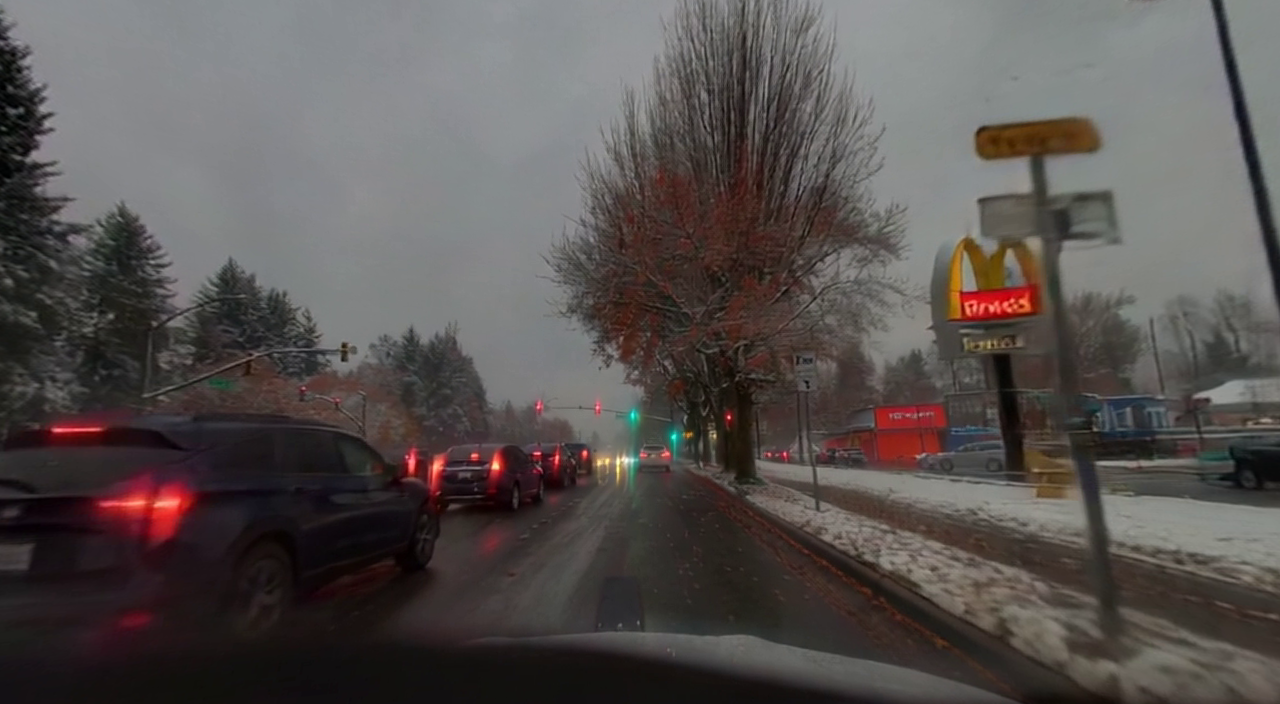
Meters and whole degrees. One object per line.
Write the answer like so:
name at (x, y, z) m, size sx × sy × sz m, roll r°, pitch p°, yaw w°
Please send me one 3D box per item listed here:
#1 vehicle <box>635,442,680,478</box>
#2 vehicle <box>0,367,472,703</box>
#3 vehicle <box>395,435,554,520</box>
vehicle at (0.824, 5.455, 32.047) m, size 2.144 × 1.704 × 4.028 m, roll 0°, pitch -9°, yaw 0°
vehicle at (-3.108, 1.233, 5.073) m, size 2.165 × 1.663 × 4.513 m, roll 0°, pitch -9°, yaw 1°
vehicle at (-3.366, 2.667, 13.989) m, size 2.090 × 1.506 × 4.823 m, roll 0°, pitch -9°, yaw 1°
